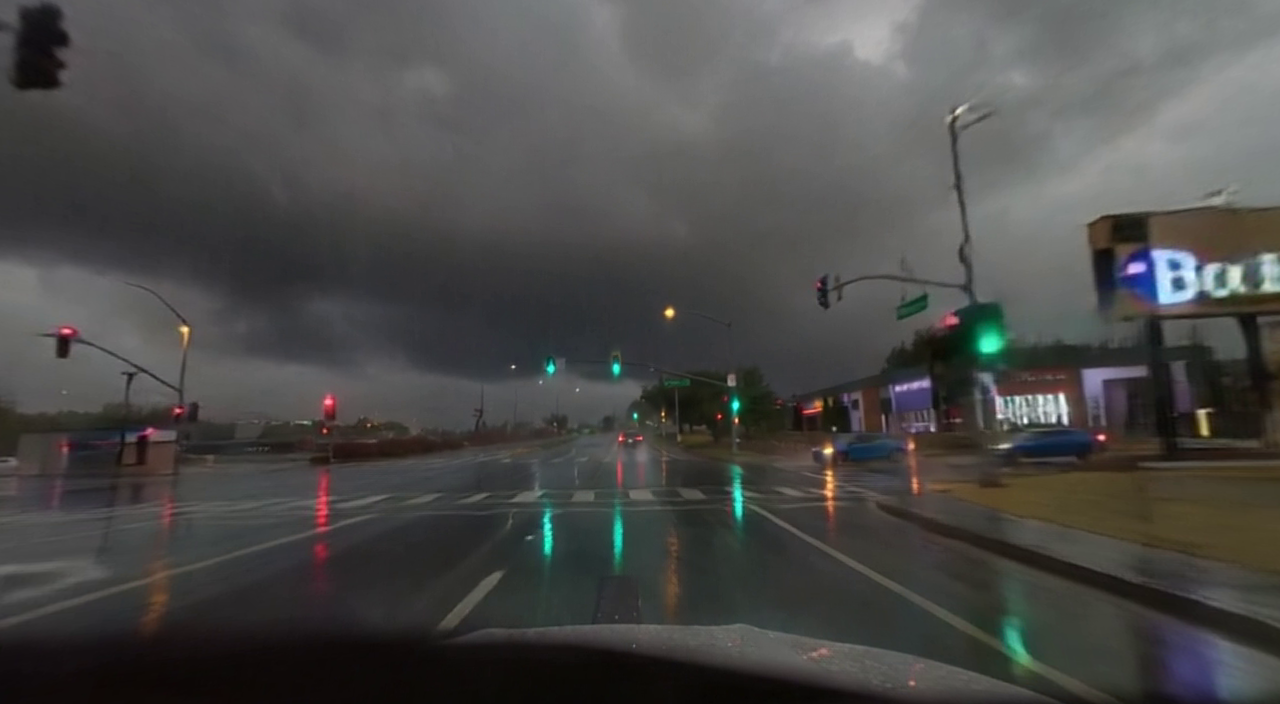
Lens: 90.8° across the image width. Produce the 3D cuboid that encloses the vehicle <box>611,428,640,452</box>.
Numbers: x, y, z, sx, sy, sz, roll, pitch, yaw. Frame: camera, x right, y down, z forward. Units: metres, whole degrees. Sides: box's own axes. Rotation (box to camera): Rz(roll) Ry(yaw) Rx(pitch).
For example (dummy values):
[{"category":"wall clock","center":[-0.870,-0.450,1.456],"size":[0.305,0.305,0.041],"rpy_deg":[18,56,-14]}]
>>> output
[{"category":"vehicle","center":[-1.052,6.451,46.096],"size":[2.024,1.628,4.774],"rpy_deg":[0,-8,-1]}]

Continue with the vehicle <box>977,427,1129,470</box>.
[{"category":"vehicle","center":[16.724,3.913,25.758],"size":[4.710,1.588,2.053],"rpy_deg":[-1,-9,-2]}]

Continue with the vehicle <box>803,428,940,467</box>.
[{"category":"vehicle","center":[9.351,3.909,25.844],"size":[4.794,1.511,1.992],"rpy_deg":[0,-8,-3]}]

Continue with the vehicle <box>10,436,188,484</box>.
[{"category":"vehicle","center":[-34.480,6.899,40.585],"size":[8.399,2.938,2.801],"rpy_deg":[1,-8,-4]}]
